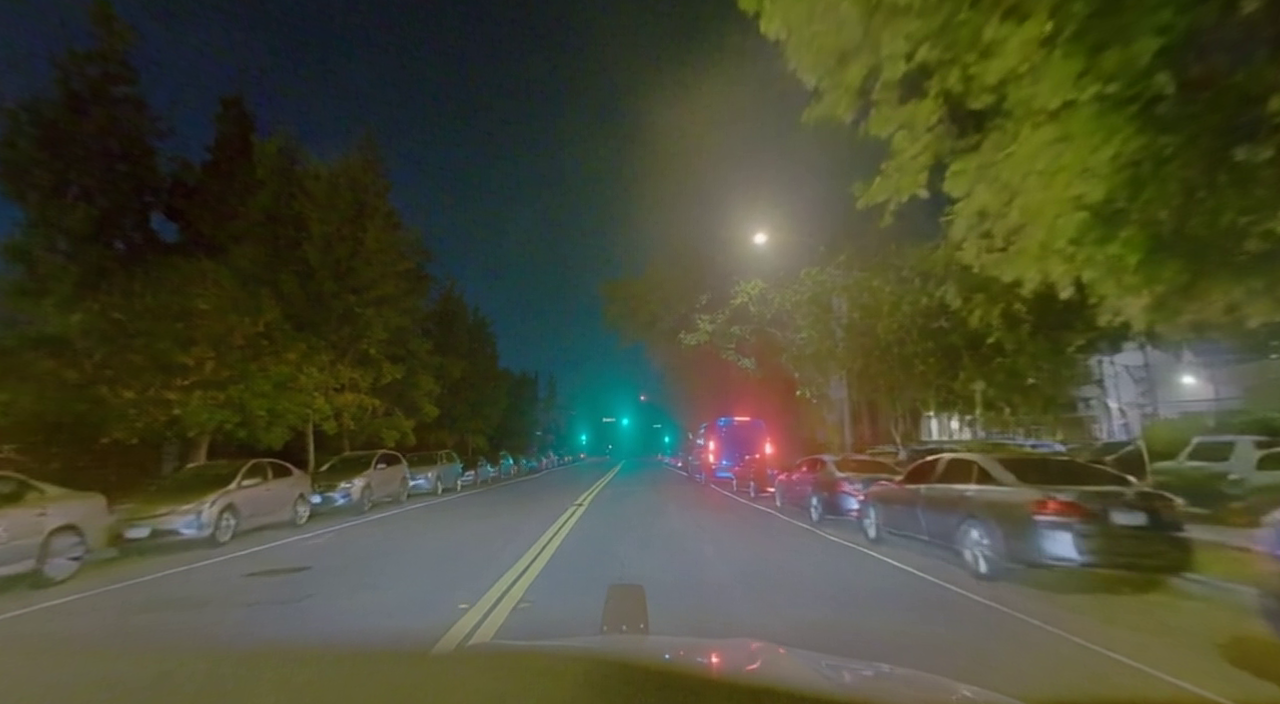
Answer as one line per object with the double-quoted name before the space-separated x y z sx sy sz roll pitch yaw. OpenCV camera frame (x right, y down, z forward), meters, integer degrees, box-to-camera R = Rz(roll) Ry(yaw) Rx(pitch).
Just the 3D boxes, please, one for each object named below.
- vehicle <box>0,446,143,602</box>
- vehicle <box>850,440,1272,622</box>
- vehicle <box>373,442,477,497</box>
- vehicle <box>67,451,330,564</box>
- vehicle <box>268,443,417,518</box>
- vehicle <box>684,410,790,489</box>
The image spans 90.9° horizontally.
"vehicle" -7.180 1.643 5.782 1.950 1.489 4.214 -1 -9 -3
"vehicle" 4.206 1.796 7.437 1.804 1.453 4.462 0 -9 -1
"vehicle" -7.535 4.142 22.690 1.984 1.745 4.866 0 -9 0
"vehicle" -7.221 2.508 10.936 1.775 1.433 4.011 -2 -8 -2
"vehicle" -7.438 3.196 16.300 1.874 1.607 4.174 -1 -8 -1
"vehicle" 3.799 4.108 26.671 3.089 2.882 6.770 0 -9 -3
